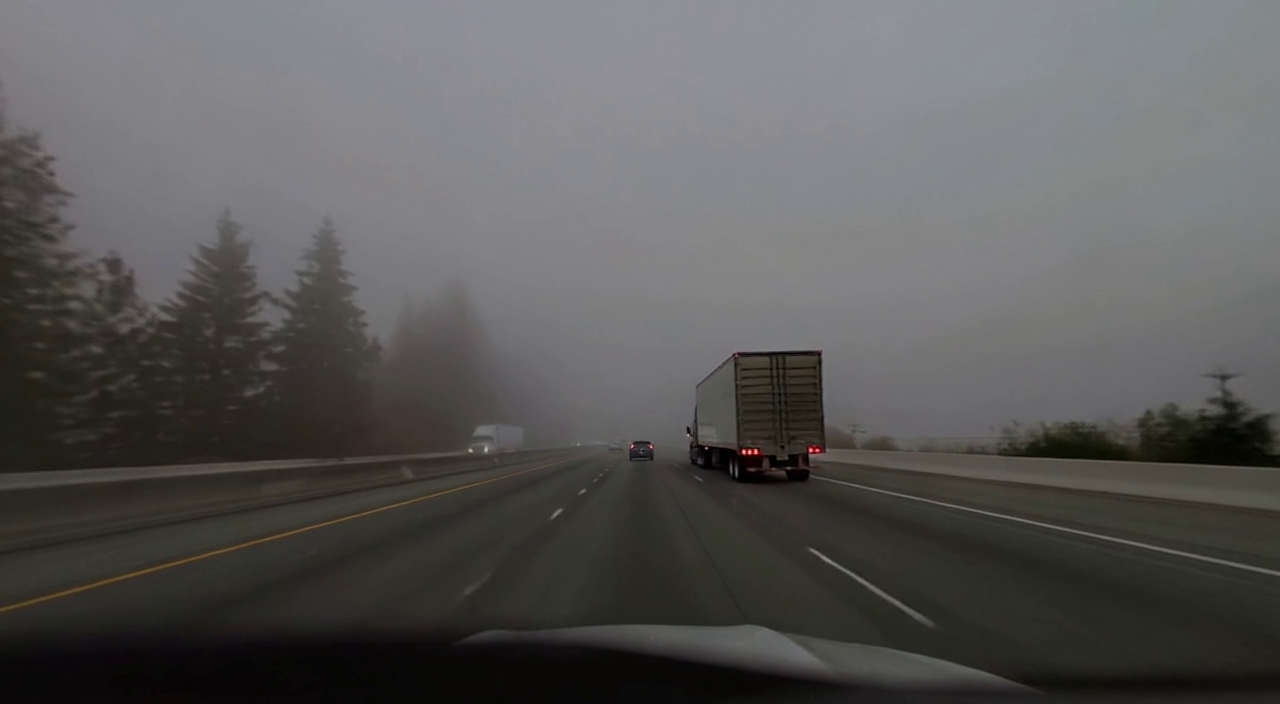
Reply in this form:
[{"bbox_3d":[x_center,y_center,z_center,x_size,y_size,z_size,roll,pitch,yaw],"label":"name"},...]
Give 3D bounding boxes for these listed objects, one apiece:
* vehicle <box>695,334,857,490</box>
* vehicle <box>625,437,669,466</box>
[{"bbox_3d":[4.225,2.551,23.866,3.005,4.131,14.221,0,-8,0],"label":"vehicle"},{"bbox_3d":[0.465,5.785,36.850,2.139,1.607,4.034,-1,-8,7],"label":"vehicle"}]
